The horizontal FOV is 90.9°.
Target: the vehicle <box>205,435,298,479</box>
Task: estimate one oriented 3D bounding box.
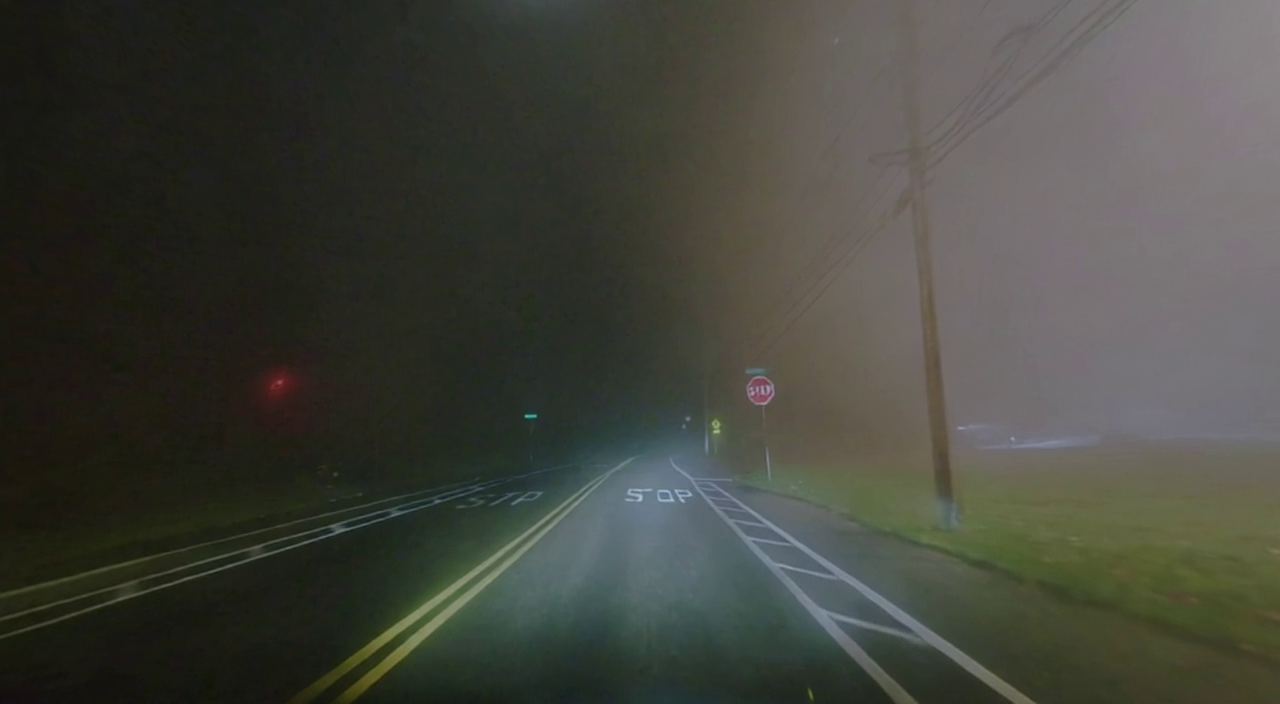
[{"bbox_3d":[-17.814,4.843,29.144,1.849,1.831,3.980,-1,-9,-3],"label":"vehicle"}]

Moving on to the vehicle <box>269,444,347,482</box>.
[{"bbox_3d":[-14.639,4.889,28.027,1.739,1.539,3.548,1,-8,-5],"label":"vehicle"}]
